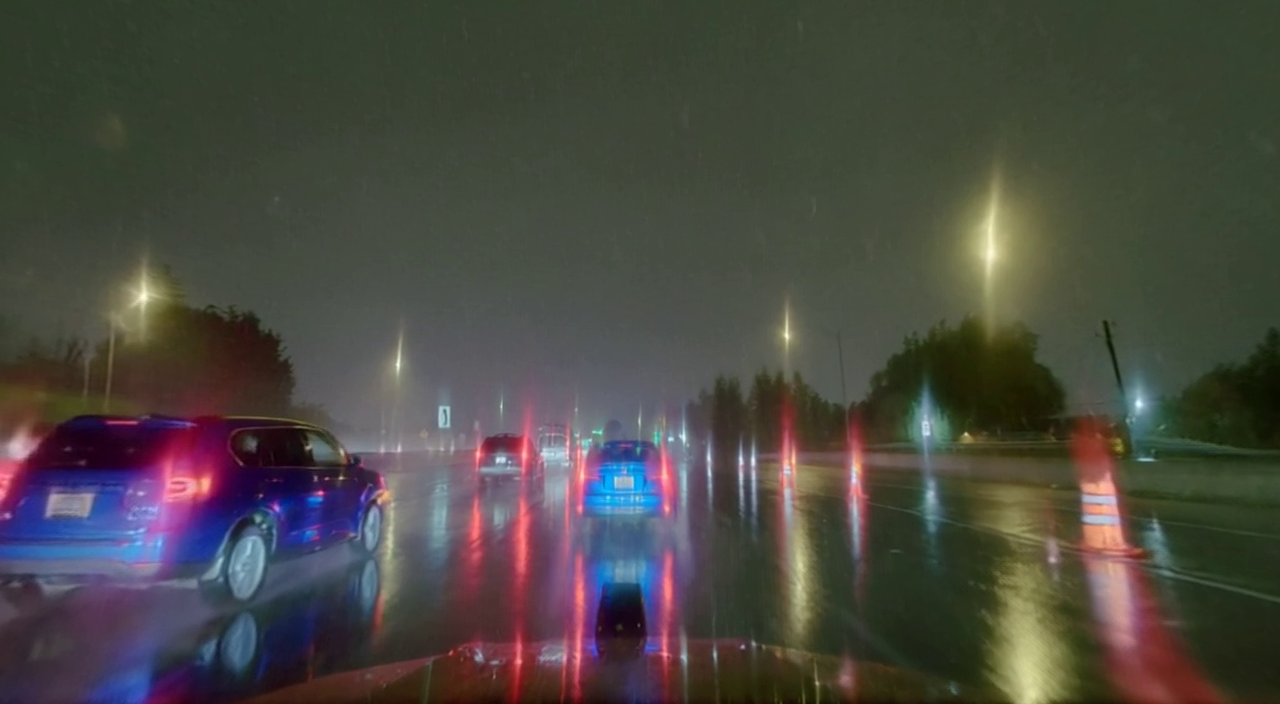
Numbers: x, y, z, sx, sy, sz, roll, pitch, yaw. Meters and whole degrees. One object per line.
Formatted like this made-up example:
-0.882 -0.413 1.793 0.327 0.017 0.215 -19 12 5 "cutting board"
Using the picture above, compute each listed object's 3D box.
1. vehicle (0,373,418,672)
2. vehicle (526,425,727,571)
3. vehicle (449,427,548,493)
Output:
-3.734 1.275 5.728 2.025 1.708 4.089 0 -9 -1 "vehicle"
-0.202 1.807 8.574 2.069 1.484 3.982 0 -8 -2 "vehicle"
-4.011 3.139 18.636 1.982 1.727 4.057 0 -9 0 "vehicle"
